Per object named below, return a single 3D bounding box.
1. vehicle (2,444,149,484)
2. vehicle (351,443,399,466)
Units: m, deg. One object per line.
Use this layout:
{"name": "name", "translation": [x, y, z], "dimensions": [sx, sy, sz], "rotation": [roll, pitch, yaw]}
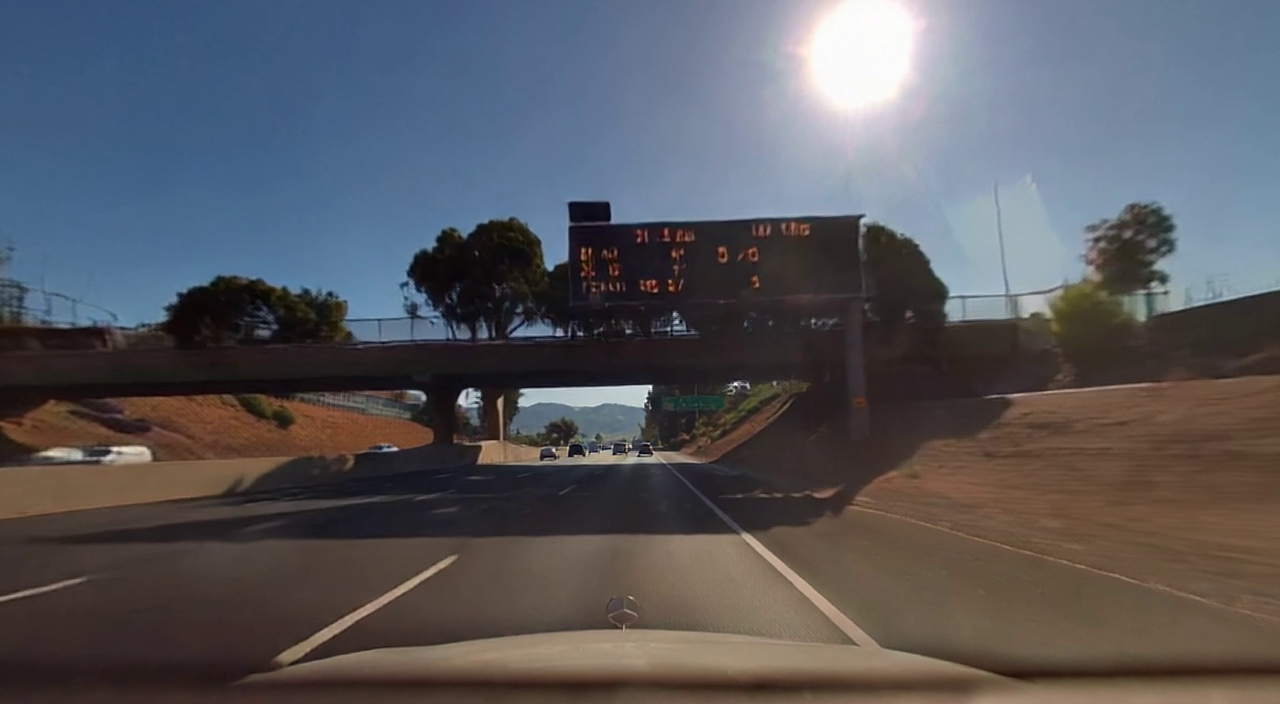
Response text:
{"name": "vehicle", "translation": [-27.968, 5.532, 31.555], "dimensions": [2.679, 1.808, 5.054], "rotation": [0, -8, -1]}
{"name": "vehicle", "translation": [-16.539, 6.408, 39.482], "dimensions": [1.529, 1.390, 3.336], "rotation": [0, -8, 0]}
